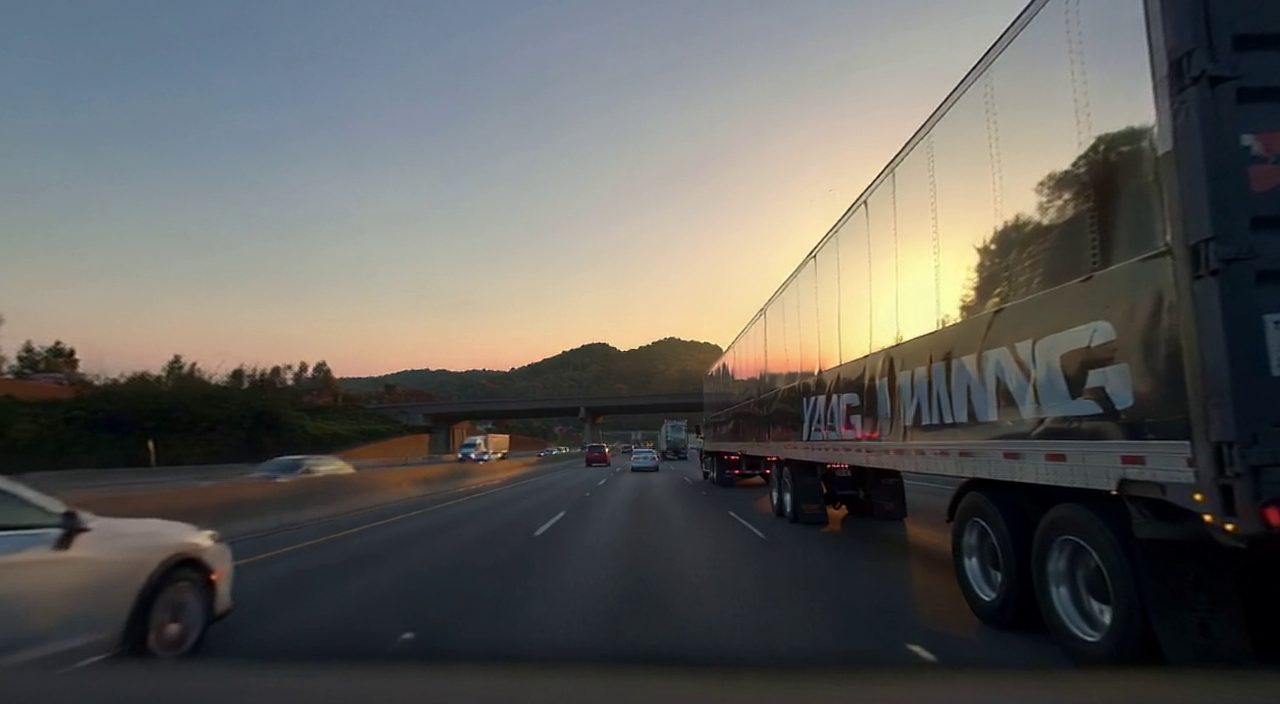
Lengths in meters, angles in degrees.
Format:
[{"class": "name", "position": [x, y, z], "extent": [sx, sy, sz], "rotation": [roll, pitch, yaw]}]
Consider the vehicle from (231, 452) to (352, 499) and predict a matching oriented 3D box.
[{"class": "vehicle", "position": [-12.158, 4.296, 22.367], "extent": [1.763, 1.453, 4.339], "rotation": [-1, -9, 1]}]

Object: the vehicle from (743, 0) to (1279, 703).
[{"class": "vehicle", "position": [3.902, 0.509, 8.767], "extent": [2.821, 4.077, 12.562], "rotation": [0, -9, 0]}]

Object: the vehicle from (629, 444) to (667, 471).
[{"class": "vehicle", "position": [0.449, 6.099, 36.587], "extent": [2.063, 1.469, 4.208], "rotation": [0, -9, 0]}]

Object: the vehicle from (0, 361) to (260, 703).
[{"class": "vehicle", "position": [-3.830, 0.803, 2.000], "extent": [2.091, 1.722, 4.974], "rotation": [-1, -9, 1]}]

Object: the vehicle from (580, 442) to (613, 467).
[{"class": "vehicle", "position": [-3.125, 7.436, 46.074], "extent": [2.058, 1.711, 4.226], "rotation": [-1, -9, 1]}]
